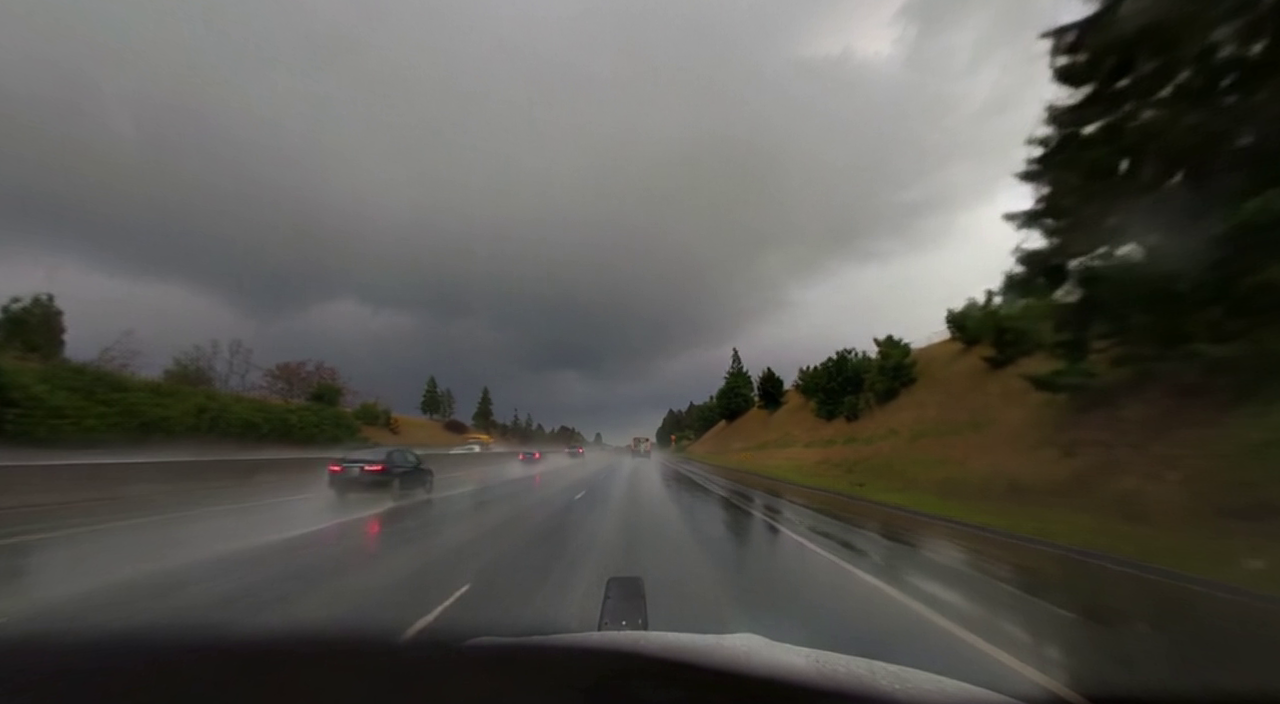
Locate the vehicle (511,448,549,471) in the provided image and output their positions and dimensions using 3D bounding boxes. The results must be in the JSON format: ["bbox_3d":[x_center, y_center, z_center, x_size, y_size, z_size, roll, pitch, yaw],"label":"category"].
[{"bbox_3d":[-7.680,7.530,44.351,1.966,1.476,4.240,0,-9,0],"label":"vehicle"}]

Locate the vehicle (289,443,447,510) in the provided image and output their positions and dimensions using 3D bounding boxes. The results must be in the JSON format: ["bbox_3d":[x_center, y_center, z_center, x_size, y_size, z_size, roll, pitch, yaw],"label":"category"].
[{"bbox_3d":[-6.778,3.131,16.377,2.015,1.483,4.626,0,-9,0],"label":"vehicle"}]
